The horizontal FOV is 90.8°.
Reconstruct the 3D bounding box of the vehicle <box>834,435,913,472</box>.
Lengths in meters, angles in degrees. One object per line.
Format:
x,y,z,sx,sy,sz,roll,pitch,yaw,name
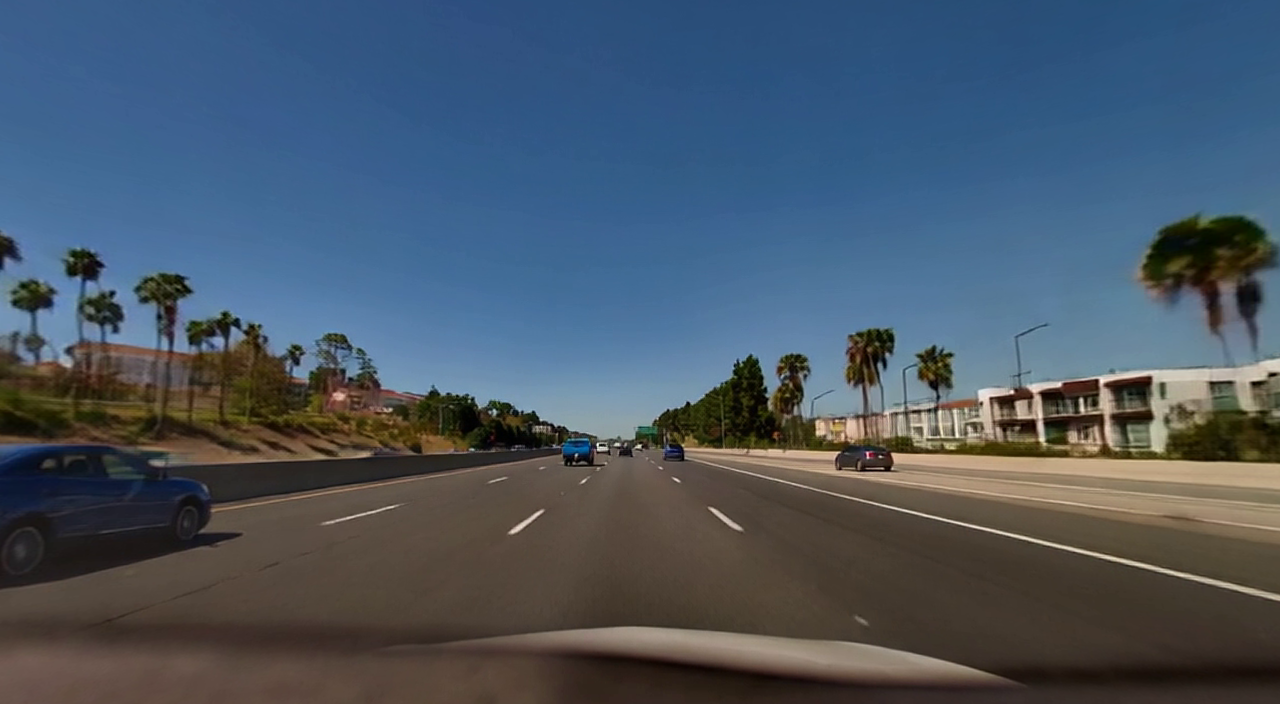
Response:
11.971,5.251,32.750,2.168,1.792,4.457,0,-9,-3,vehicle

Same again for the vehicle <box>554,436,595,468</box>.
-4.319,6.697,42.261,2.225,1.967,4.673,0,-9,0,vehicle

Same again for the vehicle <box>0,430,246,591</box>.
-6.944,1.640,6.936,2.018,1.480,4.999,0,-9,0,vehicle
